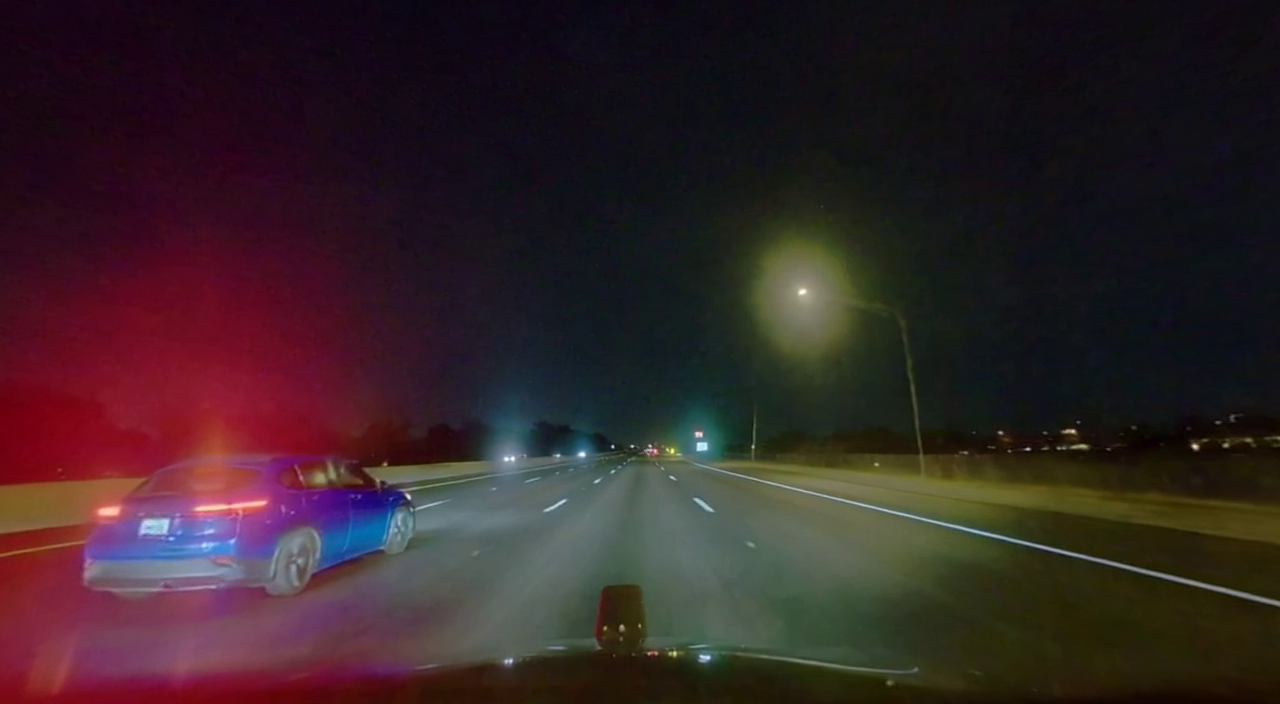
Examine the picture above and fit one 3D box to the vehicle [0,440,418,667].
[{"bbox_3d":[-3.851,1.630,6.141,1.935,1.479,3.787,0,-9,1],"label":"vehicle"}]
